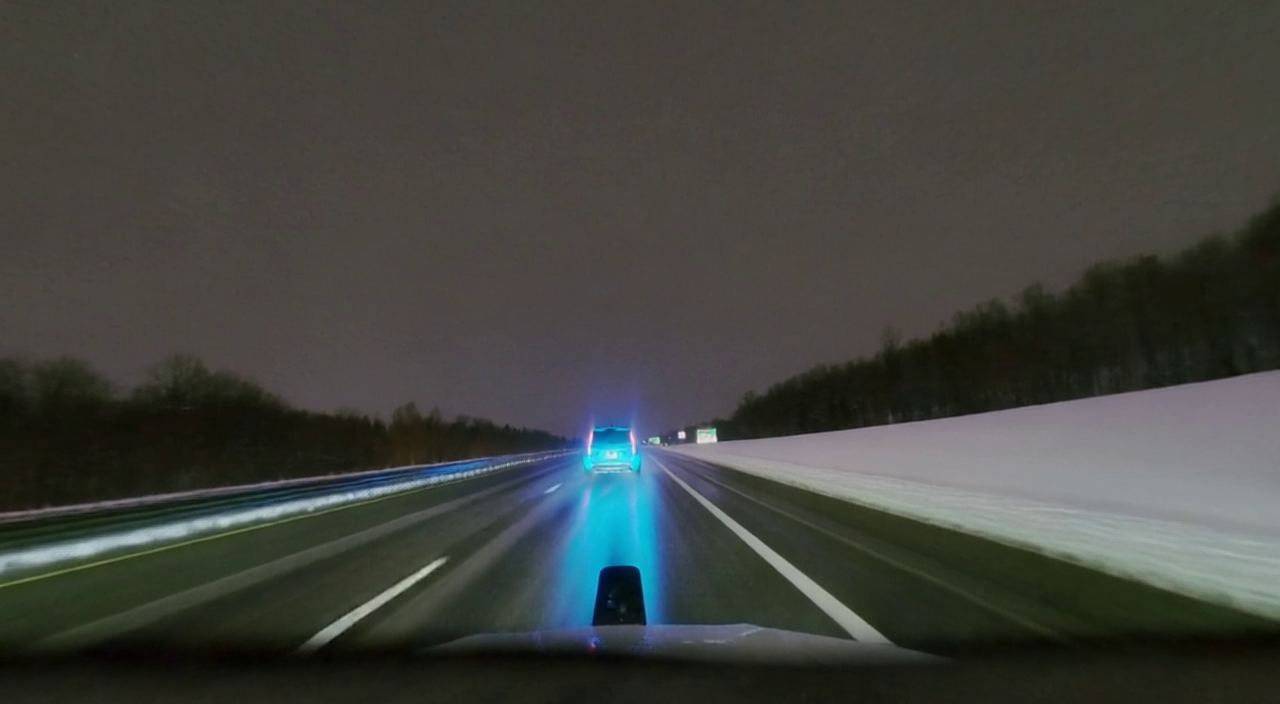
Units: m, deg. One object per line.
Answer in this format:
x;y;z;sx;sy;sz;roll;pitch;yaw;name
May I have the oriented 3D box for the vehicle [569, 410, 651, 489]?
-0.885;3.039;19.870;2.248;2.154;4.892;0;-8;-1;vehicle
